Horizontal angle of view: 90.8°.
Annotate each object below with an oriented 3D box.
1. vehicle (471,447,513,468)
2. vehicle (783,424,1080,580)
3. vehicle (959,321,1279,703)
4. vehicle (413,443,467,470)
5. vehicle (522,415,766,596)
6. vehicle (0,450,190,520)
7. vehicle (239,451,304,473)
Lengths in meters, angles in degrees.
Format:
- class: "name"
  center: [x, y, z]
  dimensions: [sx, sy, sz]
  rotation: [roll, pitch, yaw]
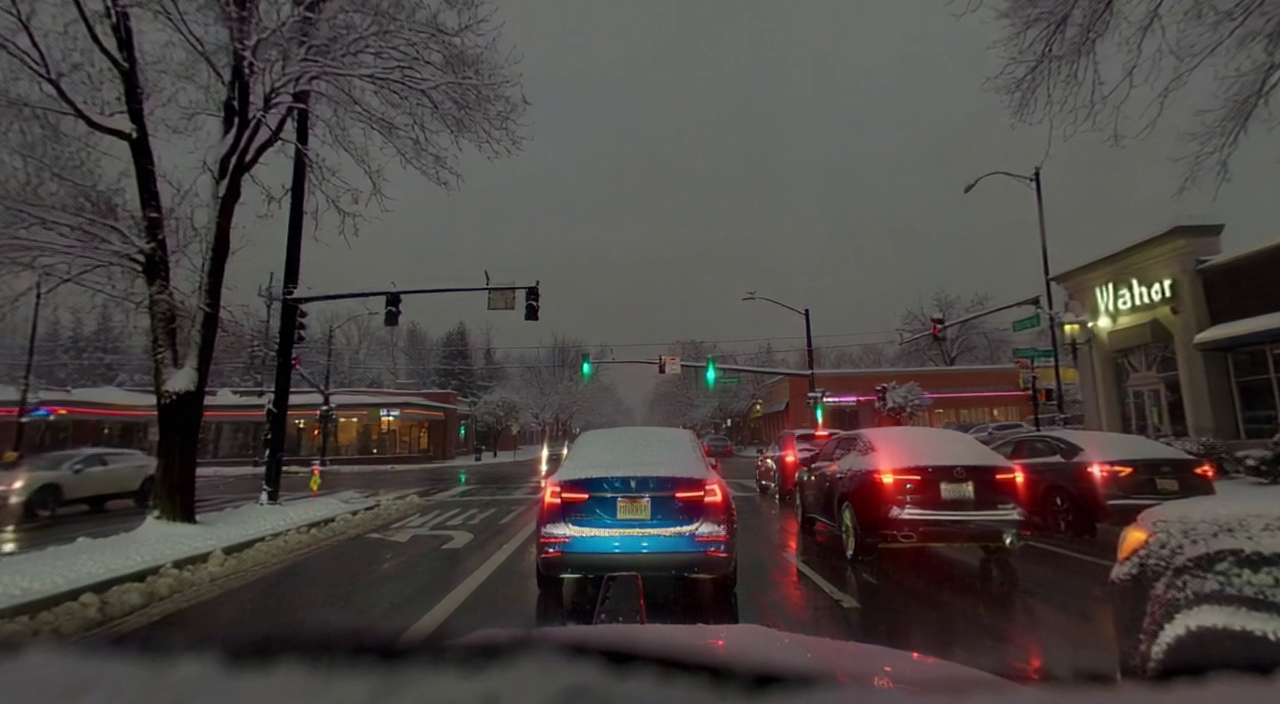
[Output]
- class: "vehicle"
  center: [-11.260, 8.002, 48.244]
  dimensions: [2.099, 1.478, 4.411]
  rotation: [0, -9, 0]
- class: "vehicle"
  center: [3.324, 1.782, 8.308]
  dimensions: [1.865, 1.496, 4.170]
  rotation: [0, -9, 0]
- class: "vehicle"
  center: [2.979, 0.689, 1.575]
  dimensions: [2.075, 1.661, 4.401]
  rotation: [0, -9, 1]
- class: "vehicle"
  center: [-15.083, 7.895, 48.046]
  dimensions: [2.395, 1.903, 4.860]
  rotation: [-1, -9, 1]
- class: "vehicle"
  center: [0.012, 1.639, 7.533]
  dimensions: [2.154, 1.577, 3.723]
  rotation: [0, -9, -1]
- class: "vehicle"
  center: [-15.390, 3.529, 17.385]
  dimensions: [2.269, 1.604, 4.265]
  rotation: [-3, -9, 17]
- class: "vehicle"
  center: [-28.597, 8.528, 49.176]
  dimensions: [4.205, 1.541, 1.780]
  rotation: [4, -10, -28]
